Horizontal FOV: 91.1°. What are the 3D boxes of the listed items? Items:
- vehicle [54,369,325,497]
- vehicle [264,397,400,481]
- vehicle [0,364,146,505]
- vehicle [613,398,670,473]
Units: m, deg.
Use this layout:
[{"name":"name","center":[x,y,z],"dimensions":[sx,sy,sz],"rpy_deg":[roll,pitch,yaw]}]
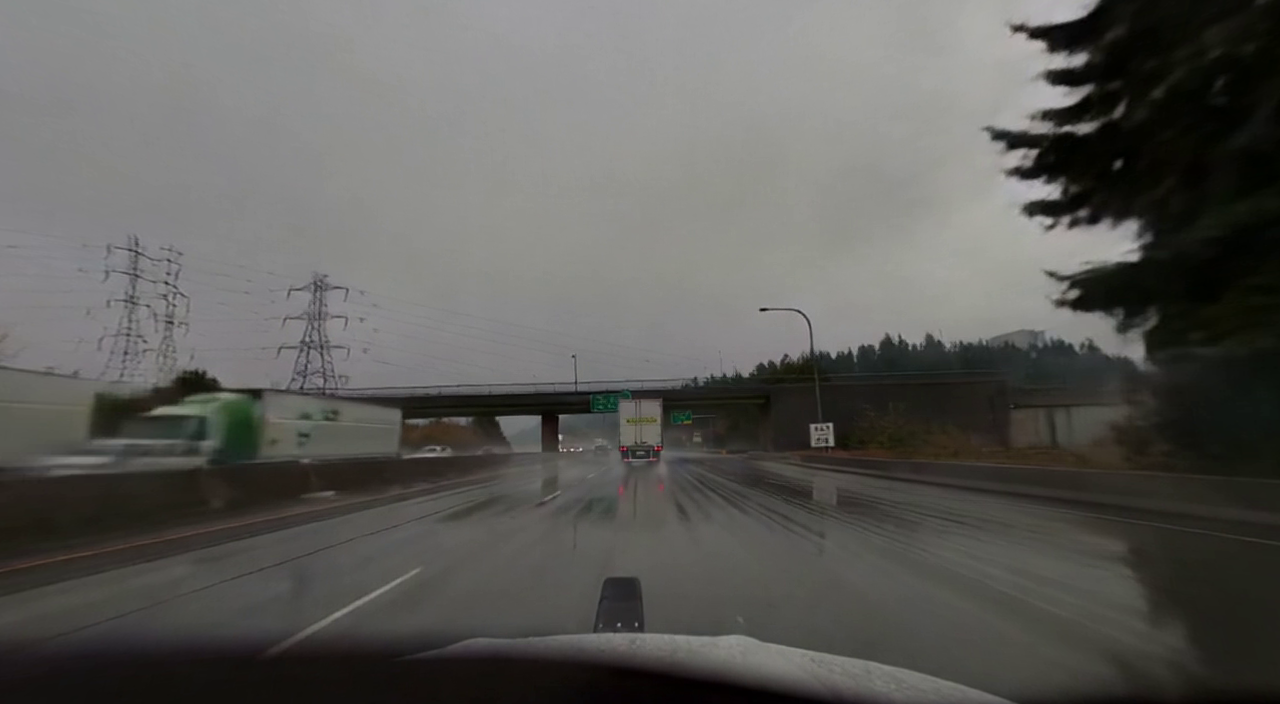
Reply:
[{"name":"vehicle","center":[-15.942,3.182,23.795],"dimensions":[2.809,3.787,9.920],"rpy_deg":[0,-9,0]},{"name":"vehicle","center":[-15.886,4.678,33.360],"dimensions":[2.816,3.829,8.260],"rpy_deg":[-1,-9,1]},{"name":"vehicle","center":[-20.119,2.178,16.795],"dimensions":[2.775,4.063,13.544],"rpy_deg":[-1,-9,0]},{"name":"vehicle","center":[-0.008,5.448,40.285],"dimensions":[3.025,4.002,12.709],"rpy_deg":[0,-9,-1]}]
